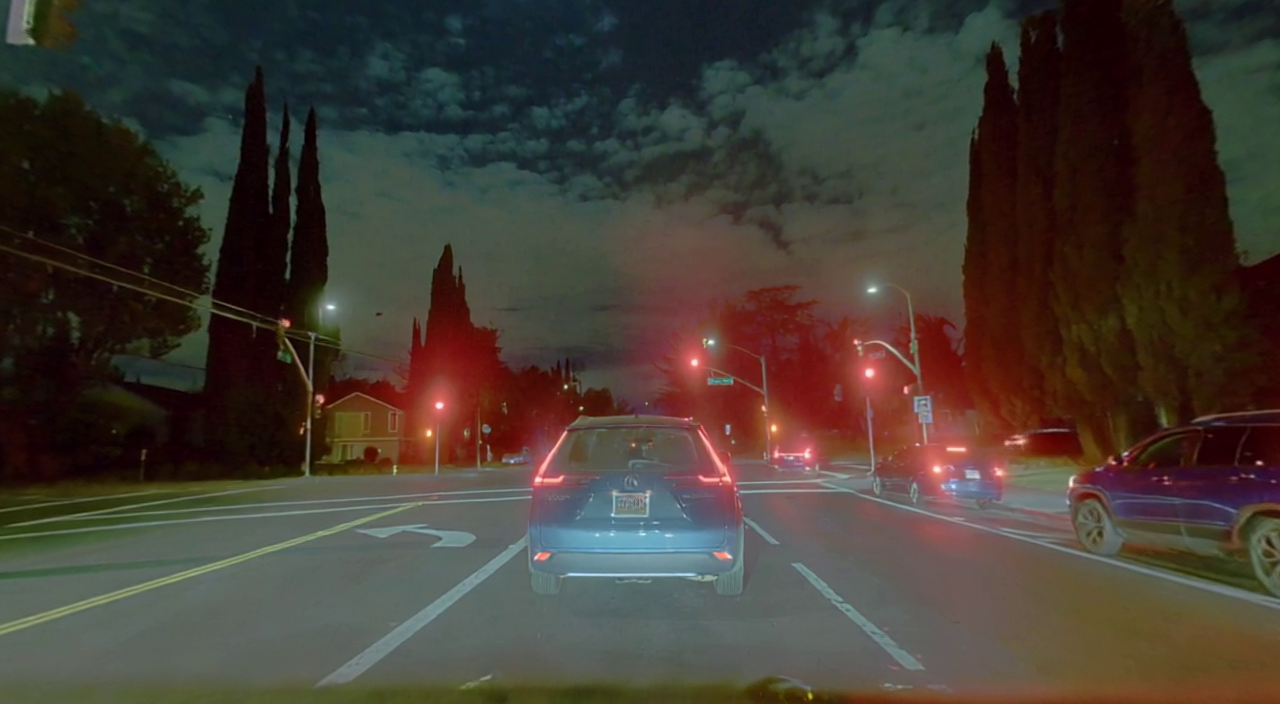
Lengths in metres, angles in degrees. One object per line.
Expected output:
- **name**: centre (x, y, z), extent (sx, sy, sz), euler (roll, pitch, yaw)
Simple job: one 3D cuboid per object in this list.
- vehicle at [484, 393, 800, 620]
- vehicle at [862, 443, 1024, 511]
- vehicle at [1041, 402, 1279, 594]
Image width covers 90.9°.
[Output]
- **vehicle**: centre (0.047, 1.460, 6.910), extent (2.322, 1.667, 4.367), euler (0, -8, 1)
- **vehicle**: centre (7.301, 3.007, 15.807), extent (1.860, 1.436, 4.479), euler (0, -8, 0)
- **vehicle**: centre (7.032, 1.539, 7.040), extent (1.989, 1.791, 4.735), euler (0, -8, 0)
